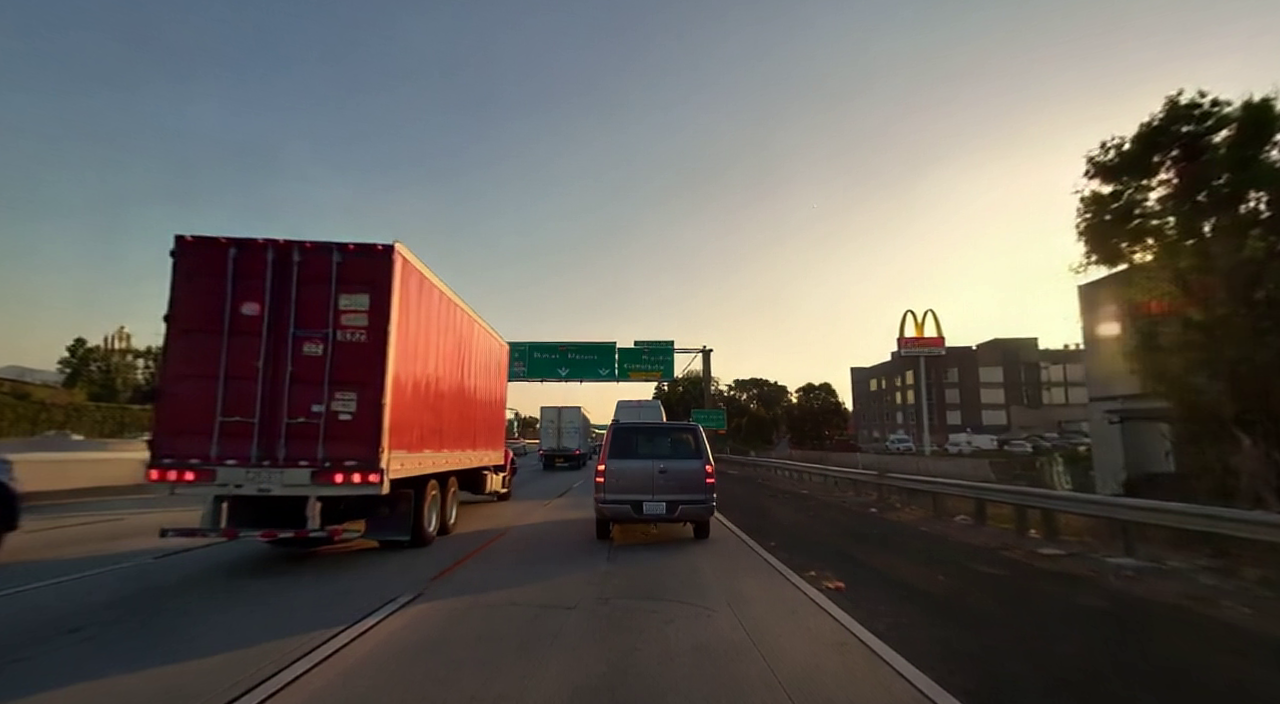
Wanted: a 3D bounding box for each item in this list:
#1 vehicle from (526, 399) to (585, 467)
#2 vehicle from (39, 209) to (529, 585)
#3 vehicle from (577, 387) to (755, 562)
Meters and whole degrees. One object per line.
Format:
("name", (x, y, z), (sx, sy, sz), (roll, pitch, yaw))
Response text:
("vehicle", (-4.896, 5.007, 38.178), (2.617, 3.604, 9.499), (0, -9, -2))
("vehicle", (-3.971, 0.980, 10.111), (2.814, 3.513, 8.529), (0, -9, 0))
("vehicle", (0.196, 1.650, 9.041), (1.947, 1.910, 4.040), (0, -9, -3))
